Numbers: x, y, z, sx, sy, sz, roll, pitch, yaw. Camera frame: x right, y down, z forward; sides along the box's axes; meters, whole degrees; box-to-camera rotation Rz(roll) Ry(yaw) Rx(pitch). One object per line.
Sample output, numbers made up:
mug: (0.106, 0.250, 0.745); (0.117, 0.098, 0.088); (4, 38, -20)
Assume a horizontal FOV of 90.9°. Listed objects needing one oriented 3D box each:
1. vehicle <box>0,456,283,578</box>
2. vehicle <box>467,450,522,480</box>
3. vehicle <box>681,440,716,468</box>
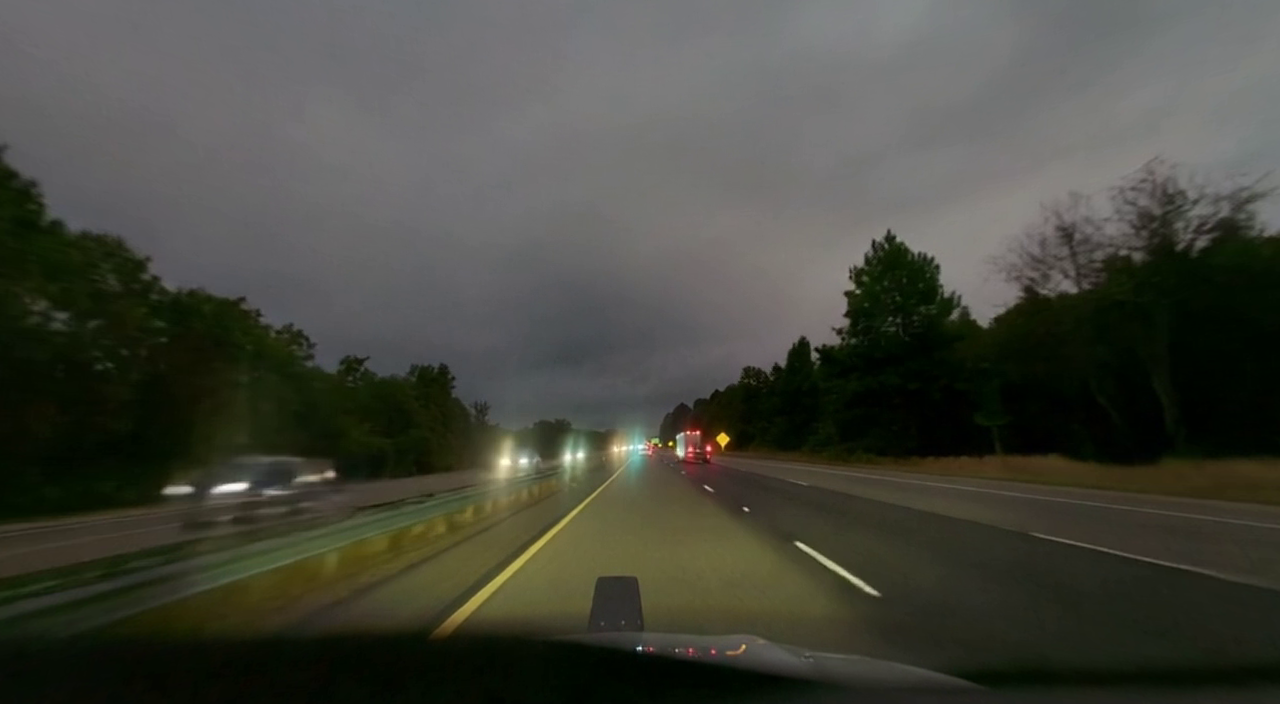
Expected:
vehicle: (-8.423, 2.557, 10.662); (2.003, 1.517, 4.753); (0, -9, 0)
vehicle: (-8.061, 6.295, 35.392); (1.999, 1.587, 4.351); (0, -9, 1)
vehicle: (4.481, 7.857, 48.729); (2.189, 2.007, 4.872); (0, -9, -1)
